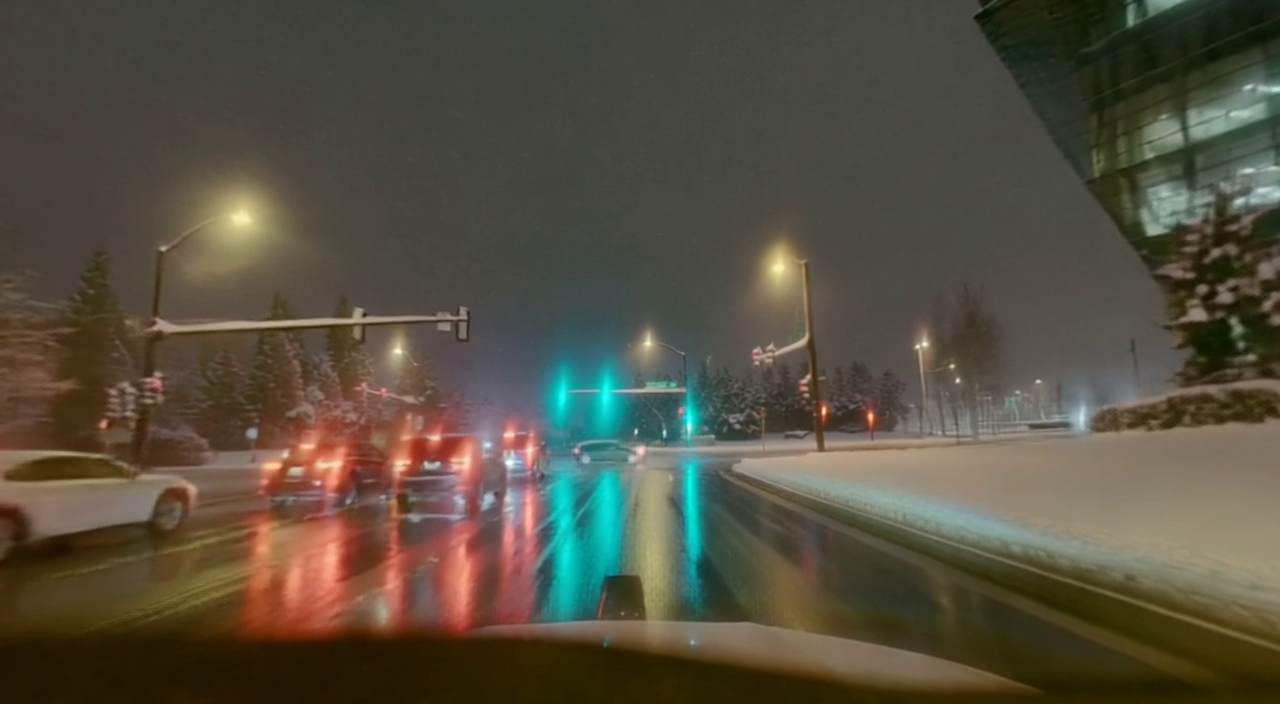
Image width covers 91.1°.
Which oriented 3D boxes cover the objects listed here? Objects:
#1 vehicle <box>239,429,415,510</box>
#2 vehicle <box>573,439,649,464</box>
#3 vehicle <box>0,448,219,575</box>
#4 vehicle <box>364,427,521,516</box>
[{"bbox_3d":[-8.010,3.043,16.768,2.152,1.813,4.751,0,-9,1],"label":"vehicle"},{"bbox_3d":[-1.801,6.347,40.157,4.767,1.524,1.929,0,-8,1],"label":"vehicle"},{"bbox_3d":[-8.357,2.047,8.590,2.030,1.440,4.464,0,-9,1],"label":"vehicle"},{"bbox_3d":[-4.122,2.573,13.997,2.043,1.636,4.320,0,-9,1],"label":"vehicle"}]
